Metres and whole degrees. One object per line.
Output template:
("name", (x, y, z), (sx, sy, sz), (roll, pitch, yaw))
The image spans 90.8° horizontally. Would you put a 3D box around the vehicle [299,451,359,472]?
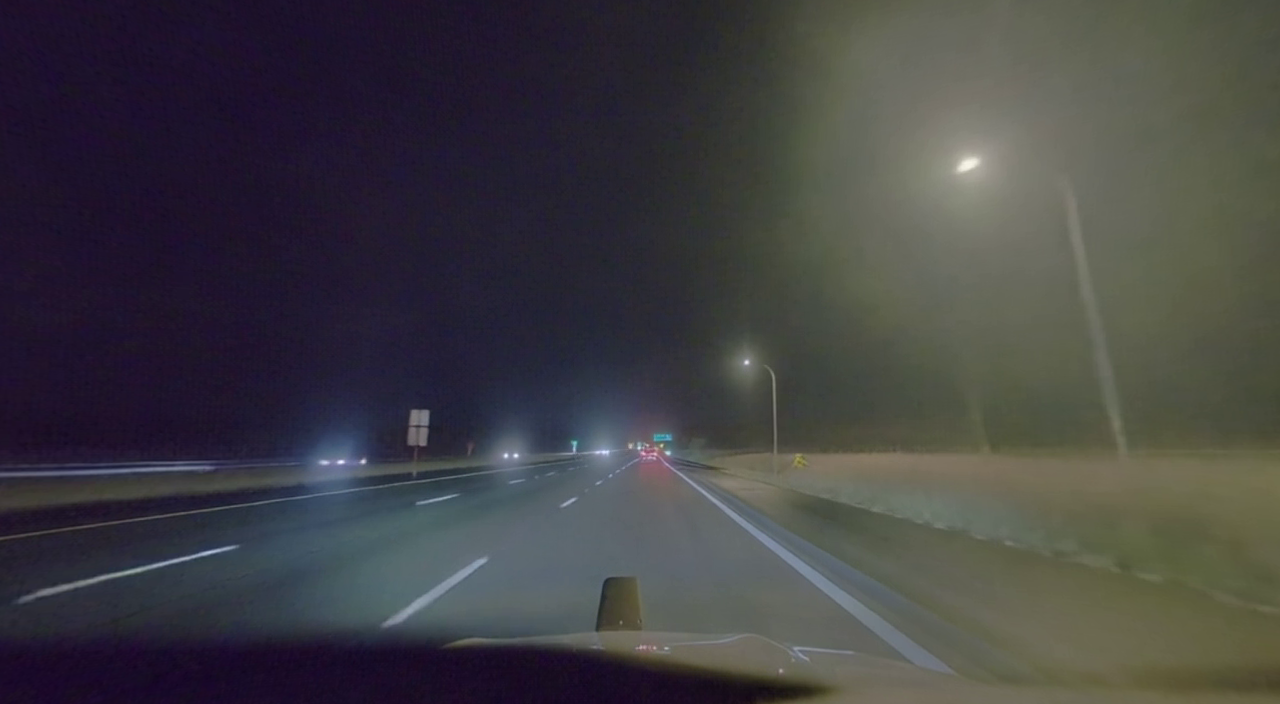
("vehicle", (-23.660, 8.334, 48.221), (2.148, 1.493, 4.415), (0, -9, 2))
